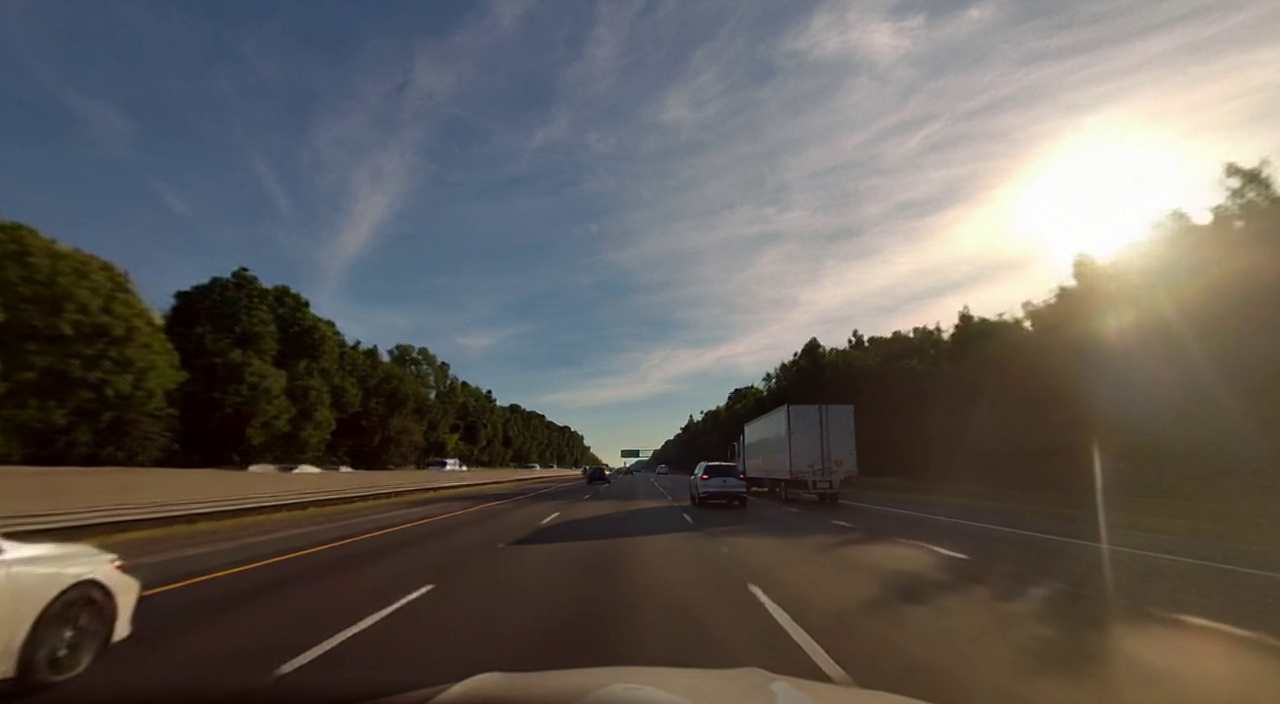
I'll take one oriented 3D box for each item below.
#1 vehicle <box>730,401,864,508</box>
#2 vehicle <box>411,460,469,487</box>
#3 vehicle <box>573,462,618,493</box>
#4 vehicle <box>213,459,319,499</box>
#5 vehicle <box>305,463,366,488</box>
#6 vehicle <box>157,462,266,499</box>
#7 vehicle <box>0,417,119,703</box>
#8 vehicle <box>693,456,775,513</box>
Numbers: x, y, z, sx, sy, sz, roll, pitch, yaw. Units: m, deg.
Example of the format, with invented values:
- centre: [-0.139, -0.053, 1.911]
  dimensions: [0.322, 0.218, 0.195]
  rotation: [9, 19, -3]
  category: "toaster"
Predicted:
- centre: [7.424, 5.566, 33.470]
  dimensions: [2.883, 4.151, 17.144]
  rotation: [1, -10, 0]
  category: "vehicle"
- centre: [-11.978, 7.322, 37.981]
  dimensions: [1.906, 1.467, 4.763]
  rotation: [1, -10, 0]
  category: "vehicle"
- centre: [-2.354, 6.819, 34.274]
  dimensions: [2.025, 1.547, 4.150]
  rotation: [1, -10, 1]
  category: "vehicle"
- centre: [-15.219, 5.178, 25.868]
  dimensions: [1.792, 1.463, 4.065]
  rotation: [1, -10, 0]
  category: "vehicle"
- centre: [-21.678, 8.791, 44.924]
  dimensions: [1.882, 1.660, 4.590]
  rotation: [1, -10, 1]
  category: "vehicle"
- centre: [-19.142, 5.744, 28.331]
  dimensions: [1.781, 1.467, 4.335]
  rotation: [1, -10, 1]
  category: "vehicle"
- centre: [-3.836, 0.691, 0.925]
  dimensions: [2.065, 1.485, 4.682]
  rotation: [1, -10, 0]
  category: "vehicle"
- centre: [3.085, 4.480, 21.567]
  dimensions: [2.050, 1.708, 4.457]
  rotation: [1, -10, -1]
  category: "vehicle"
